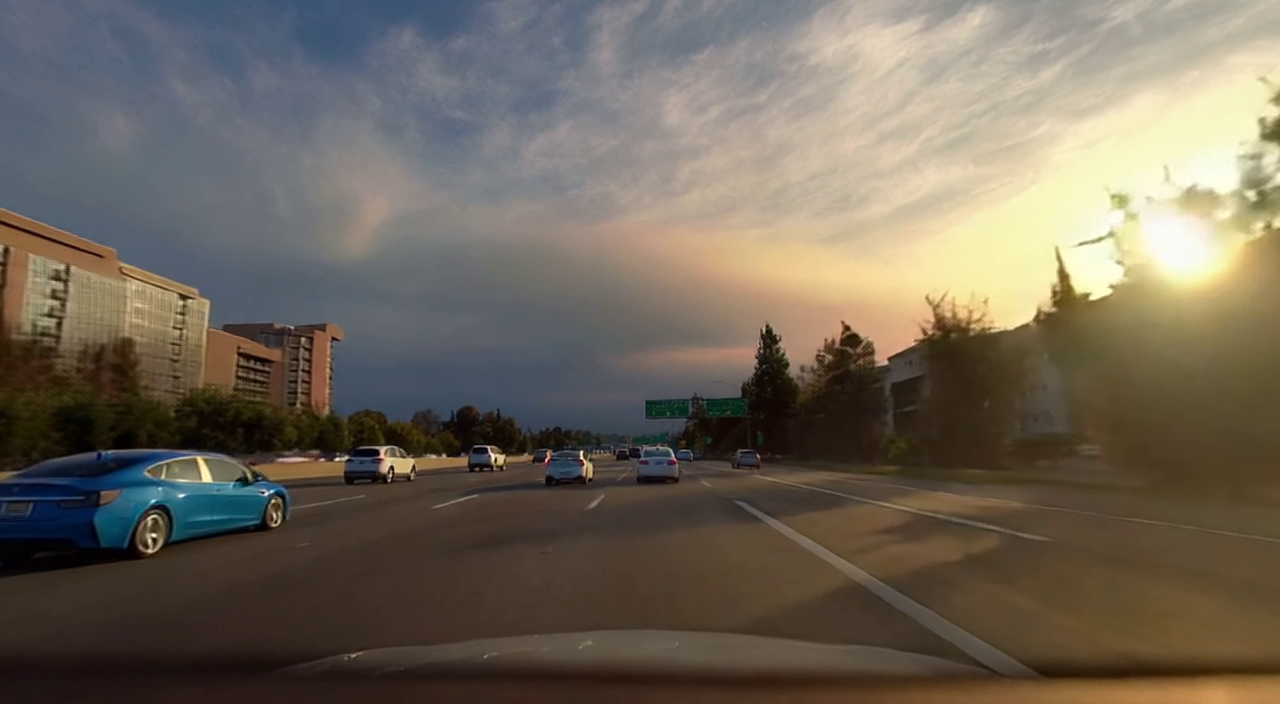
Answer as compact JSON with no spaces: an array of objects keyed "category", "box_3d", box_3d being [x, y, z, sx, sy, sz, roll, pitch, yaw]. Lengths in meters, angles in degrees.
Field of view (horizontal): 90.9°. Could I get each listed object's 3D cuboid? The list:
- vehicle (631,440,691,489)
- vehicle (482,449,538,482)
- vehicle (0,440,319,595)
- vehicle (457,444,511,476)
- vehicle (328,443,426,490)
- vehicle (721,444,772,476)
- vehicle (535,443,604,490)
[{"category":"vehicle","box_3d":[0.767,4.266,24.343,2.114,1.715,4.136,0,-8,0]},{"category":"vehicle","box_3d":[-6.416,5.624,31.597,1.886,1.455,4.148,0,-8,1]},{"category":"vehicle","box_3d":[-6.636,1.948,8.475,2.116,1.473,4.644,0,-8,1]},{"category":"vehicle","box_3d":[-10.036,6.954,40.968,2.187,1.851,5.085,0,-8,1]},{"category":"vehicle","box_3d":[-10.366,4.504,25.225,1.947,1.683,4.331,0,-8,1]},{"category":"vehicle","box_3d":[6.306,6.445,37.881,2.071,1.754,4.484,0,-8,-3]},{"category":"vehicle","box_3d":[-2.623,4.385,24.522,2.102,1.624,4.257,0,-8,1]}]
